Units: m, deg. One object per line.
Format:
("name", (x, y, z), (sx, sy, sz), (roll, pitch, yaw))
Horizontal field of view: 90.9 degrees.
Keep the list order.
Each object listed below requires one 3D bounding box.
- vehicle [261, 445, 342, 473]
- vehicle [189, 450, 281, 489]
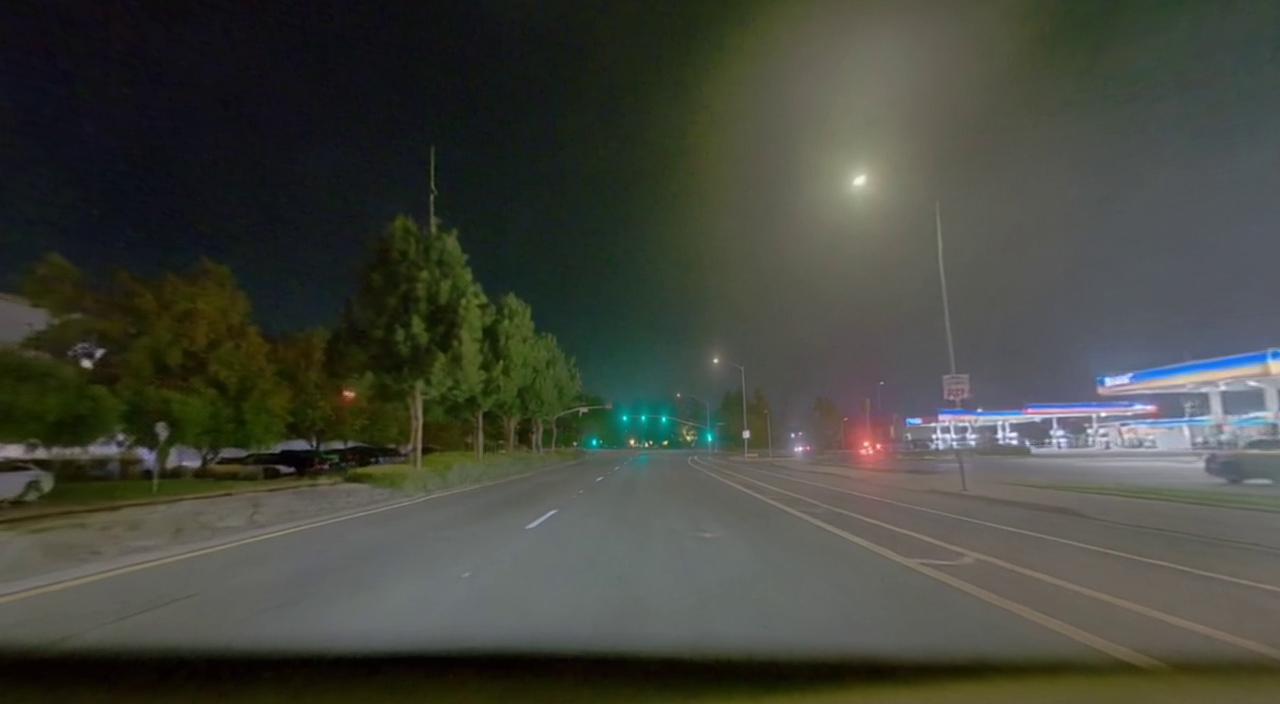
("vehicle", (-23.572, 7.450, 44.029), (4.271, 1.902, 2.281), (0, -9, 1))
("vehicle", (-25.156, 7.287, 39.227), (4.386, 2.004, 1.991), (-4, -8, -2))
